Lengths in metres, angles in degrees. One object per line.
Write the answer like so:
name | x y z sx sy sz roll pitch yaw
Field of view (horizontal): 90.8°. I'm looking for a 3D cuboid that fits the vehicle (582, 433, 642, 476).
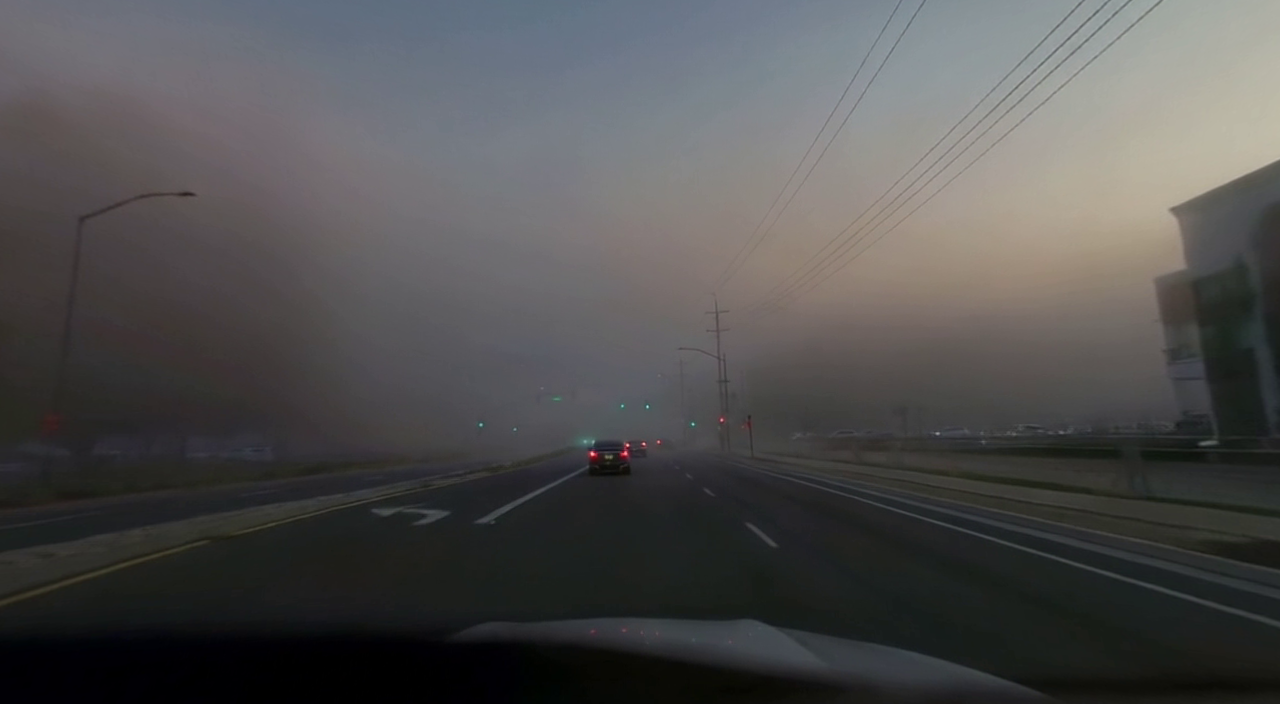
vehicle | -0.992 3.858 23.912 2.075 1.470 3.962 0 -8 -1
